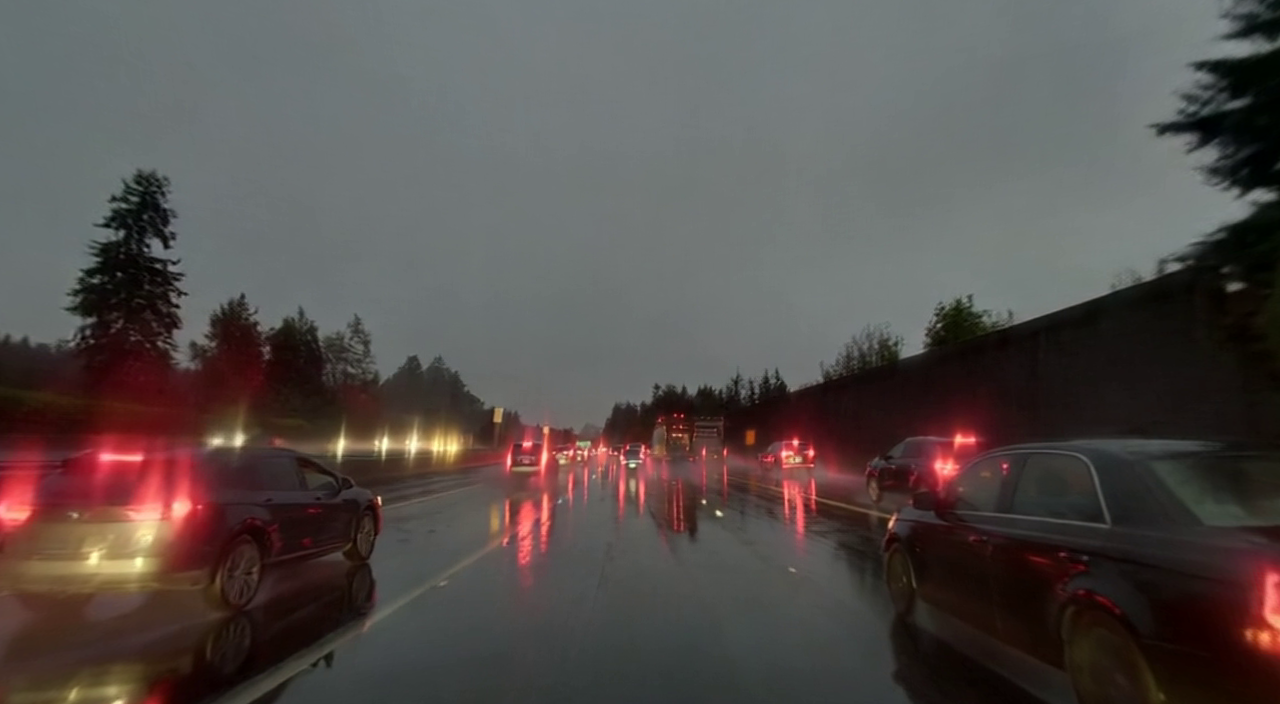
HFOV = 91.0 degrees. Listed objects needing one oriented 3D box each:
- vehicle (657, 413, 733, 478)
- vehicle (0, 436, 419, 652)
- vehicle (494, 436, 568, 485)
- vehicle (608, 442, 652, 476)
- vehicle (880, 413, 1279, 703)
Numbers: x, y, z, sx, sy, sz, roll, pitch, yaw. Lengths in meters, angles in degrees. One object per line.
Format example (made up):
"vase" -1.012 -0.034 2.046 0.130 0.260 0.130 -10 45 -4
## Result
"vehicle" 2.989 5.715 38.358 3.426 3.279 12.313 0 -9 0
"vehicle" -4.072 1.629 6.465 1.947 1.424 4.264 0 -9 2
"vehicle" -4.307 4.407 25.788 2.176 1.783 4.799 0 -9 0
"vehicle" -0.553 5.755 34.111 2.235 1.682 4.094 0 -9 -1
"vehicle" 3.124 1.154 3.288 2.031 1.504 4.327 0 -9 0
